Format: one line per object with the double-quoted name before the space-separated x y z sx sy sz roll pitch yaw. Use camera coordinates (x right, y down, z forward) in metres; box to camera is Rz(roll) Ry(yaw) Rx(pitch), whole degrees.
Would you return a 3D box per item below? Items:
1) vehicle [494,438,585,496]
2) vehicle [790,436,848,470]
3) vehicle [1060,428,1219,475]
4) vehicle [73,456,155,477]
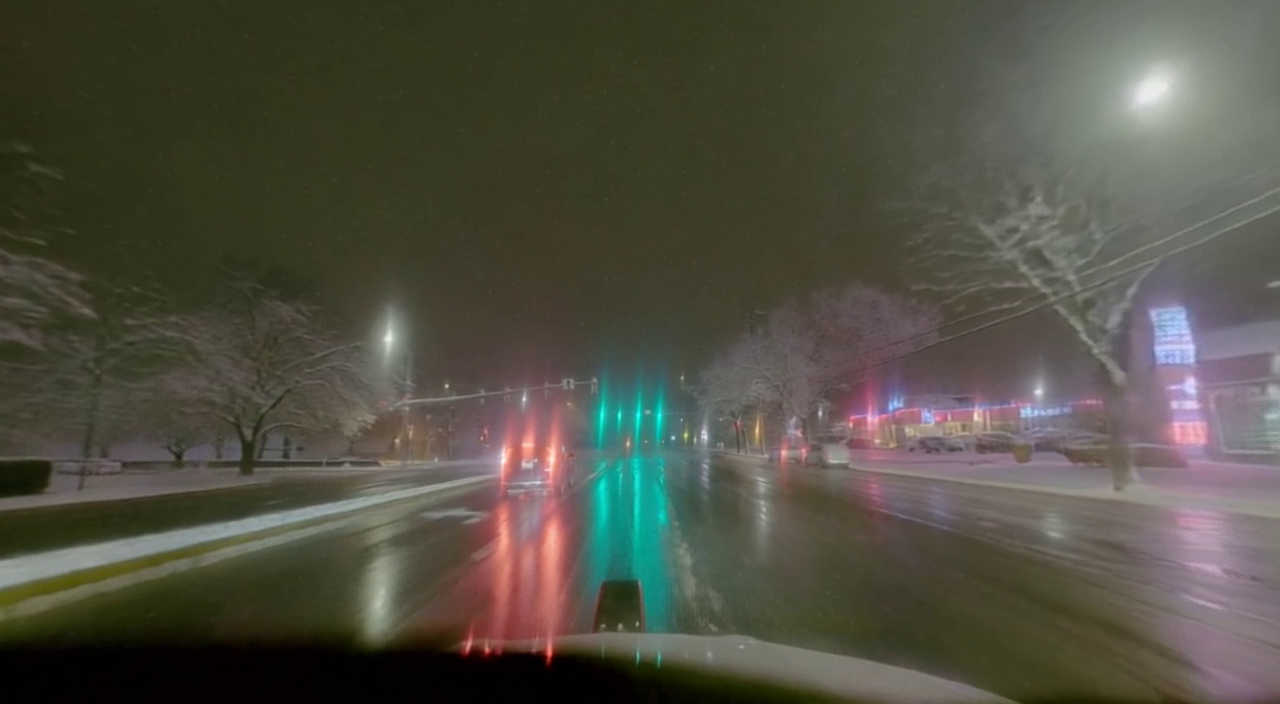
"vehicle" -2.781 3.273 18.364 2.185 1.473 3.925 0 -8 -3
"vehicle" 10.298 5.830 36.724 1.998 1.862 4.658 0 -8 0
"vehicle" 19.941 3.982 25.476 4.729 1.706 1.922 -6 -10 37
"vehicle" -41.320 8.947 49.704 1.902 1.475 4.635 -8 -11 43
